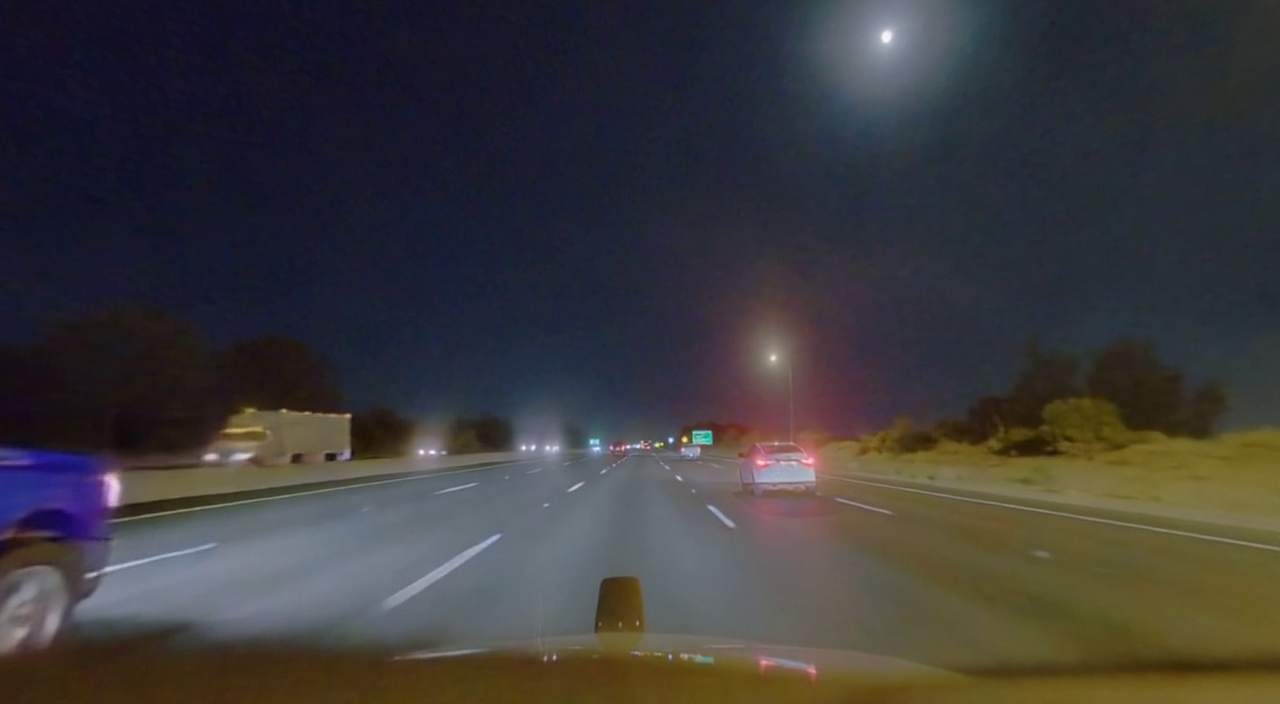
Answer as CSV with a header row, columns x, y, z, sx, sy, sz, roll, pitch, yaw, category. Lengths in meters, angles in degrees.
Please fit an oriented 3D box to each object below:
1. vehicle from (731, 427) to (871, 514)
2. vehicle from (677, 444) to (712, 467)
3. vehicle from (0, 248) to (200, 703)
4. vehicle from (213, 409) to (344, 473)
x,y,z,sx,sy,sz,roll,pitch,yaw,category
3.463,2.644,14.476,2.095,1.668,4.135,0,-9,0,vehicle
3.758,7.208,44.002,2.047,1.501,4.237,0,-9,0,vehicle
-4.021,0.346,0.684,2.496,2.203,6.317,0,-9,0,vehicle
-21.452,5.418,38.105,2.830,3.446,7.955,0,-9,3,vehicle
